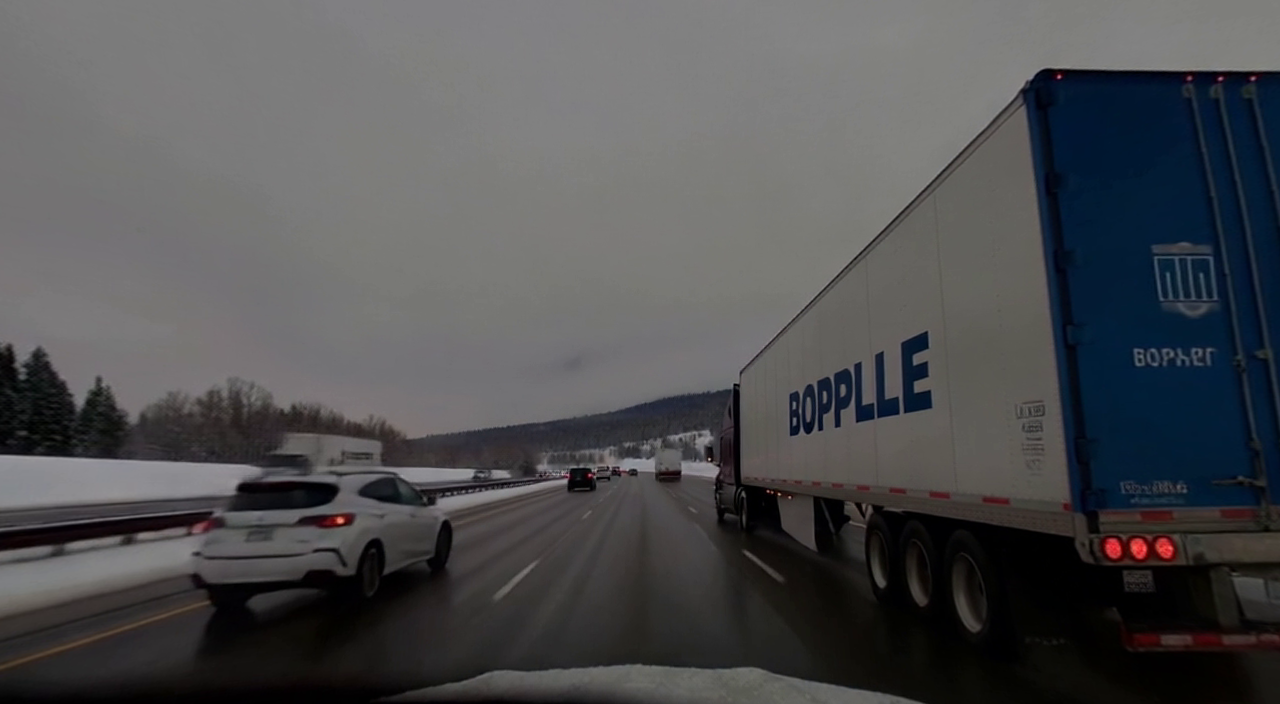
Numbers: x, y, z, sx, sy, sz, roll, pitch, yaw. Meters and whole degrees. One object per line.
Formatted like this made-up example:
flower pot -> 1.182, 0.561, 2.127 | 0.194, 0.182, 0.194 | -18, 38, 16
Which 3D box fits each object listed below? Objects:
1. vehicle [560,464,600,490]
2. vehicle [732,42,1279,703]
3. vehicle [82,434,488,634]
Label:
vehicle -> -3.907, 8.274, 41.697 | 2.088, 1.566, 4.853 | 1, -11, 1
vehicle -> 4.085, 1.311, 10.605 | 2.839, 4.062, 14.051 | 1, -11, 0
vehicle -> -3.277, 1.816, 7.095 | 2.021, 1.505, 4.286 | 1, -11, 0
